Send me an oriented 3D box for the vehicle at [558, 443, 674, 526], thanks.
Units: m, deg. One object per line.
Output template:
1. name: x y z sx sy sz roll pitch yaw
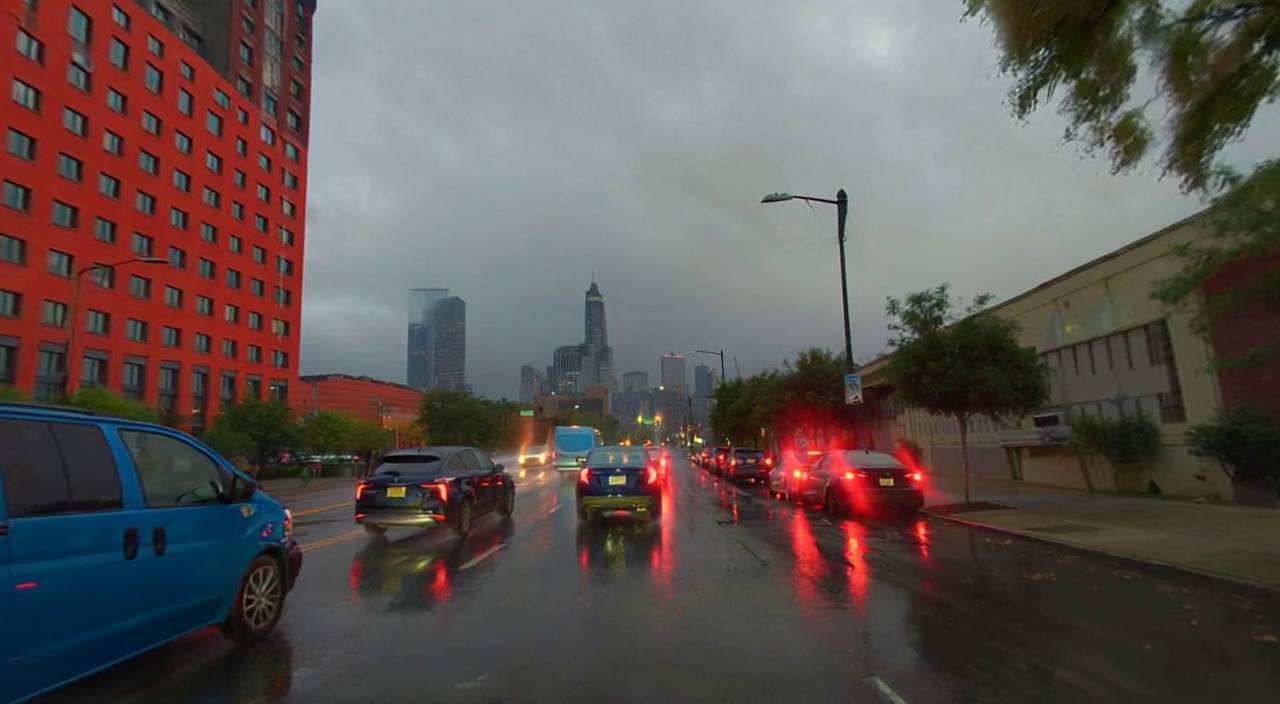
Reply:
1. vehicle: -0.440 2.796 13.885 2.152 1.518 4.113 0 -9 0

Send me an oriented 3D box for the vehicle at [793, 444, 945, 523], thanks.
1. vehicle: 4.902 2.851 14.188 1.832 1.491 4.054 1 -9 -1

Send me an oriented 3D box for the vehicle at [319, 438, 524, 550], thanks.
1. vehicle: -3.527 2.366 11.241 1.995 1.554 4.426 0 -9 1

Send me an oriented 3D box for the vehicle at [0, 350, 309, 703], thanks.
1. vehicle: -3.732 0.873 2.555 2.140 1.768 4.685 0 -9 1
